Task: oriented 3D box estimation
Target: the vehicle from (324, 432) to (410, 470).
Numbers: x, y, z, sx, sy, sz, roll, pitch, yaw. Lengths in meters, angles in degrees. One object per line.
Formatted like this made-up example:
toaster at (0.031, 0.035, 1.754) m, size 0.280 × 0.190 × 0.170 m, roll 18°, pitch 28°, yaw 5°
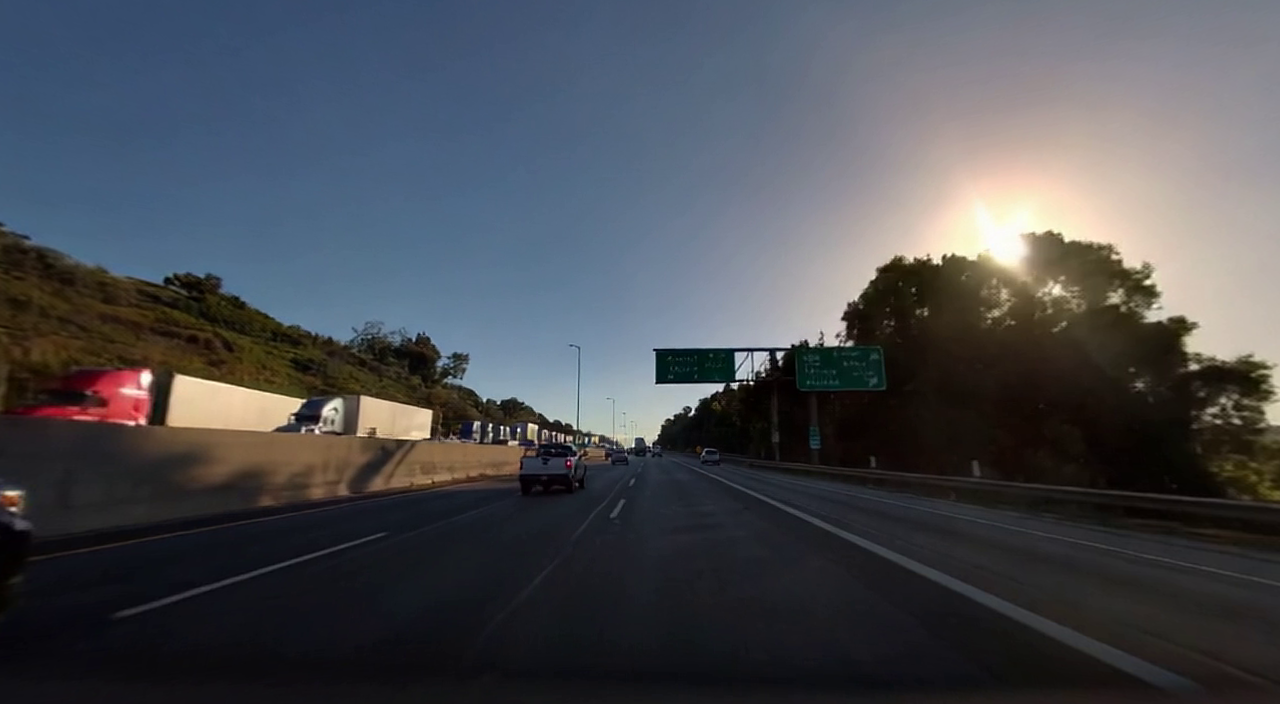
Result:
vehicle at (-12.873, 4.757, 30.057) m, size 1.990 × 1.523 × 4.508 m, roll 3°, pitch -10°, yaw 1°

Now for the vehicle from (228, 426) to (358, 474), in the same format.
vehicle at (-12.580, 3.684, 23.299) m, size 1.971 × 1.478 × 4.726 m, roll 3°, pitch -11°, yaw 1°

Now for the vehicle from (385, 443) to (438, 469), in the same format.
vehicle at (-13.291, 6.088, 36.890) m, size 1.800 × 1.412 × 3.449 m, roll 0°, pitch -9°, yaw 0°

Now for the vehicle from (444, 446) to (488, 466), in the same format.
vehicle at (-12.459, 7.453, 45.289) m, size 1.819 × 1.399 × 4.171 m, roll 0°, pitch -9°, yaw 2°

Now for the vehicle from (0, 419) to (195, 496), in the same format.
vehicle at (-12.726, 2.390, 14.245) m, size 1.978 × 1.433 × 4.435 m, roll 2°, pitch -10°, yaw 1°

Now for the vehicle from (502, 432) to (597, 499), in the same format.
vehicle at (-2.809, 3.697, 20.878) m, size 2.220 × 1.928 × 5.176 m, roll 0°, pitch -9°, yaw 2°

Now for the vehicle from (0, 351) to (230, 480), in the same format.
vehicle at (-21.486, 2.524, 23.197) m, size 2.835 × 4.027 × 14.235 m, roll 0°, pitch -9°, yaw 2°
